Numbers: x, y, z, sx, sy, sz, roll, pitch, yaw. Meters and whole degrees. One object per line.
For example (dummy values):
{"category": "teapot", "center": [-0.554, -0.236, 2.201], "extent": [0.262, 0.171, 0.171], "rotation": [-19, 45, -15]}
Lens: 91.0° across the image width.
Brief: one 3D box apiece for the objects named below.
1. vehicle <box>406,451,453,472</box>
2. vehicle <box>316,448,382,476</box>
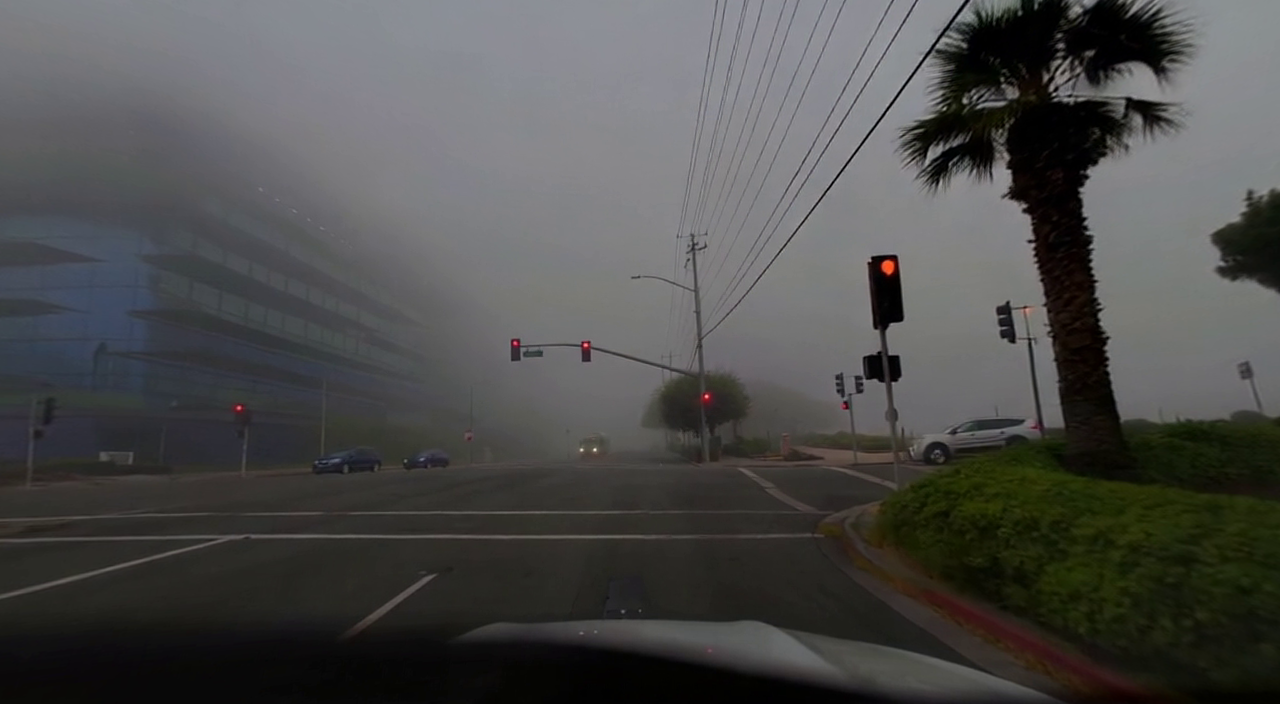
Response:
{"category": "vehicle", "center": [-15.095, 7.836, 45.323], "extent": [1.875, 1.389, 3.784], "rotation": [0, -9, 4]}
{"category": "vehicle", "center": [-19.063, 7.206, 41.518], "extent": [2.017, 1.739, 4.569], "rotation": [0, -9, 2]}
